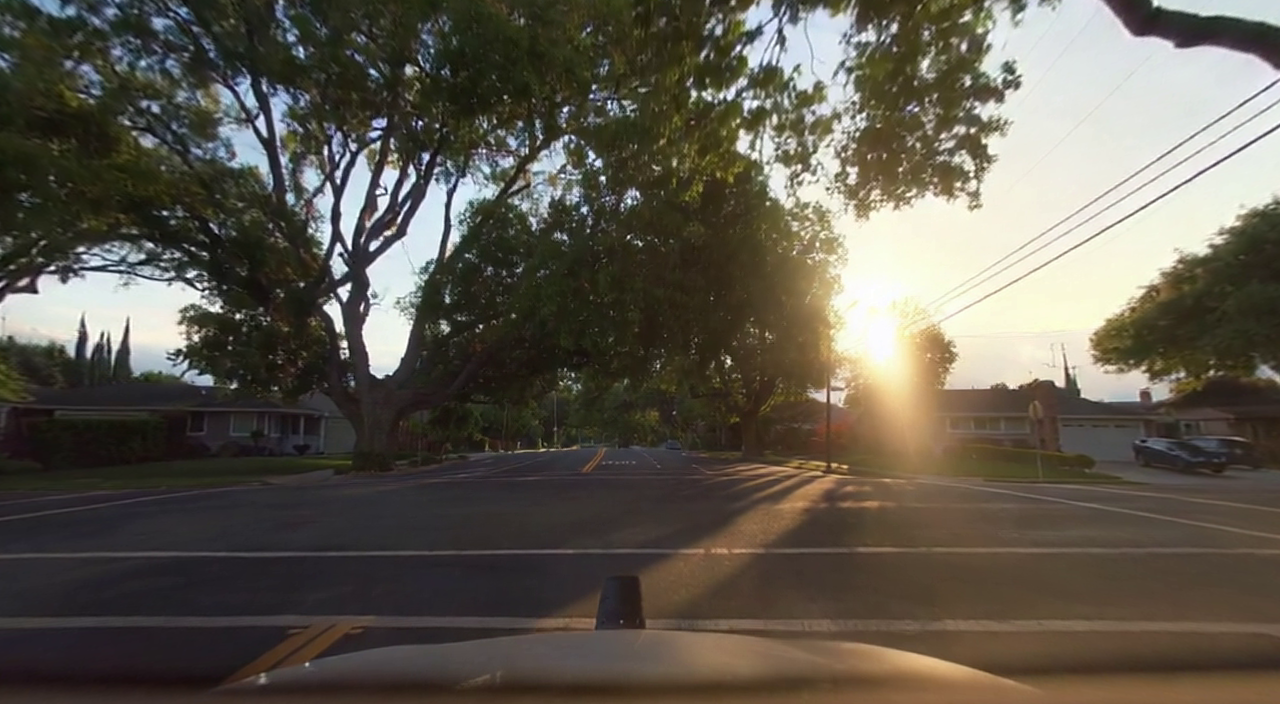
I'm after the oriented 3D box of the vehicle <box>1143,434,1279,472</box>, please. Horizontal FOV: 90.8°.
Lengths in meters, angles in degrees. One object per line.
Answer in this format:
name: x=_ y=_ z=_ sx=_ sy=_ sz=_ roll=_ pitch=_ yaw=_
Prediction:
vehicle: x=26.462 y=4.611 z=29.128 sx=2.152 sy=1.606 sz=5.402 roll=0 pitch=-8 yaw=1
